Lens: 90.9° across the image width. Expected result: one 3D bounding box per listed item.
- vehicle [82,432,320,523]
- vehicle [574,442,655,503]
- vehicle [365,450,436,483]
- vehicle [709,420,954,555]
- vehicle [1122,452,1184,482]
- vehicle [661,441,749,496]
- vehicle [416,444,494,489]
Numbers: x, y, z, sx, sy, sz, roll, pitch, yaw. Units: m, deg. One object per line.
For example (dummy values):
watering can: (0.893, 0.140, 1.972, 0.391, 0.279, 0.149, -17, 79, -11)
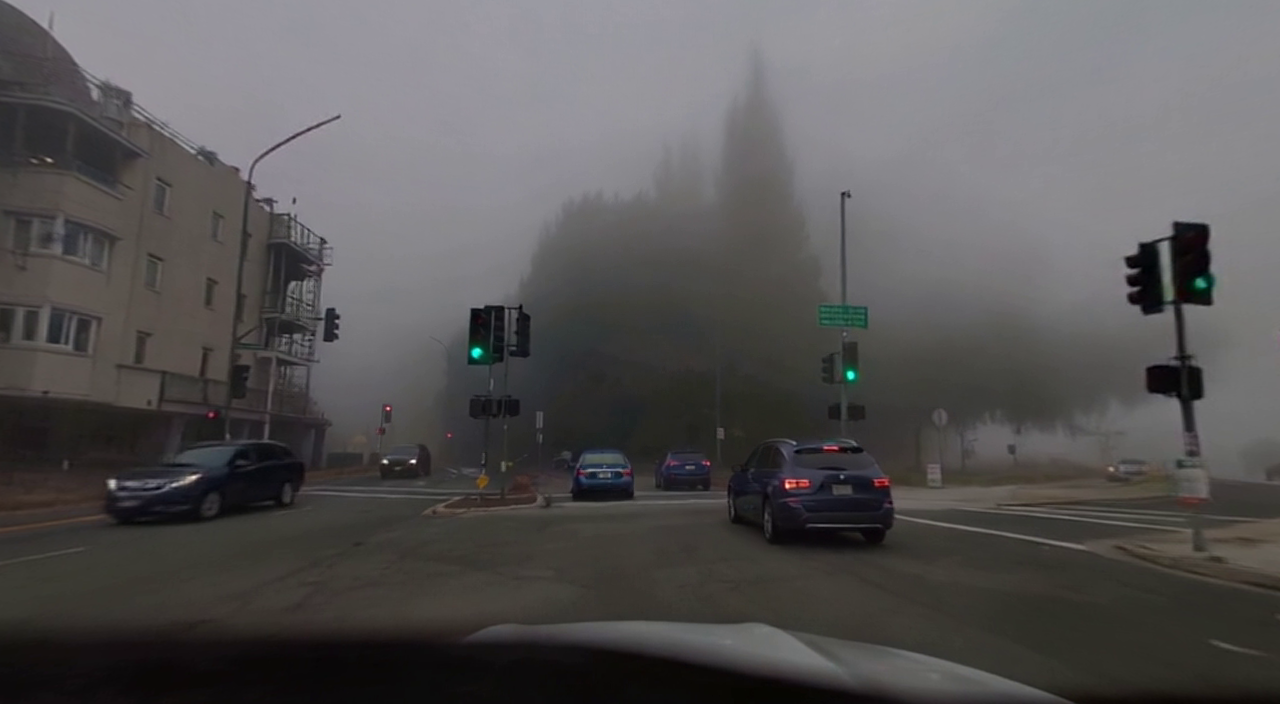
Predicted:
vehicle: (-9.562, 2.762, 14.390, 2.303, 1.692, 4.571, 0, -9, -4)
vehicle: (-0.895, 3.587, 19.135, 2.132, 1.632, 3.889, 1, -9, -7)
vehicle: (-11.456, 5.486, 30.522, 2.013, 1.466, 4.430, 1, -9, -5)
vehicle: (2.863, 2.197, 10.968, 2.320, 1.772, 4.872, 1, -9, -6)
vehicle: (32.355, 7.238, 39.928, 2.094, 1.750, 5.139, -5, -10, 29)
vehicle: (2.154, 4.051, 22.302, 2.103, 1.710, 4.396, 1, -9, -7)
vehicle: (-7.373, 4.603, 25.567, 2.092, 1.629, 4.133, 0, -9, -3)
